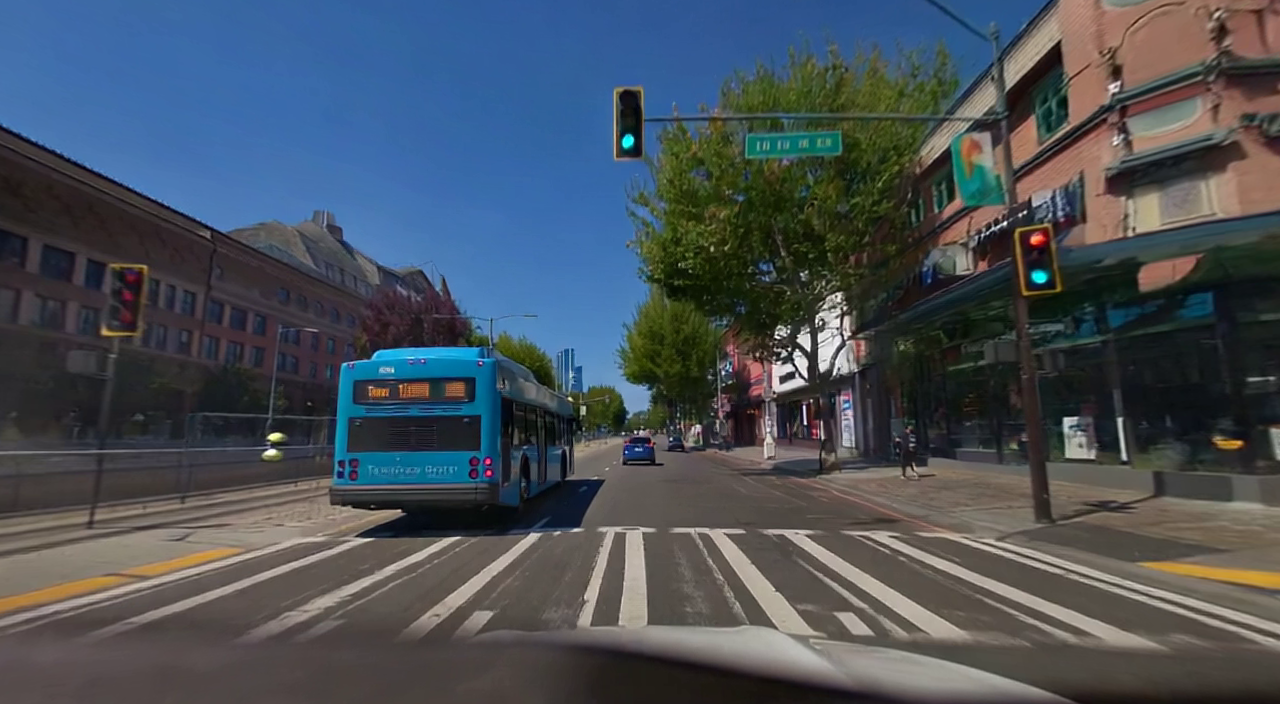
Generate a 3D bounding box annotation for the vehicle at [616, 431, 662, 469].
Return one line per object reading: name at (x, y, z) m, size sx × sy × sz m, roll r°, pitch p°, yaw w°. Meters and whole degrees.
vehicle at (-0.034, 4.781, 30.954) m, size 2.120 × 1.727 × 3.917 m, roll 0°, pitch -8°, yaw 0°

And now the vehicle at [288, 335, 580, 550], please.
vehicle at (-3.175, 1.821, 12.837) m, size 2.920 × 2.884 × 8.588 m, roll 0°, pitch -8°, yaw 1°
